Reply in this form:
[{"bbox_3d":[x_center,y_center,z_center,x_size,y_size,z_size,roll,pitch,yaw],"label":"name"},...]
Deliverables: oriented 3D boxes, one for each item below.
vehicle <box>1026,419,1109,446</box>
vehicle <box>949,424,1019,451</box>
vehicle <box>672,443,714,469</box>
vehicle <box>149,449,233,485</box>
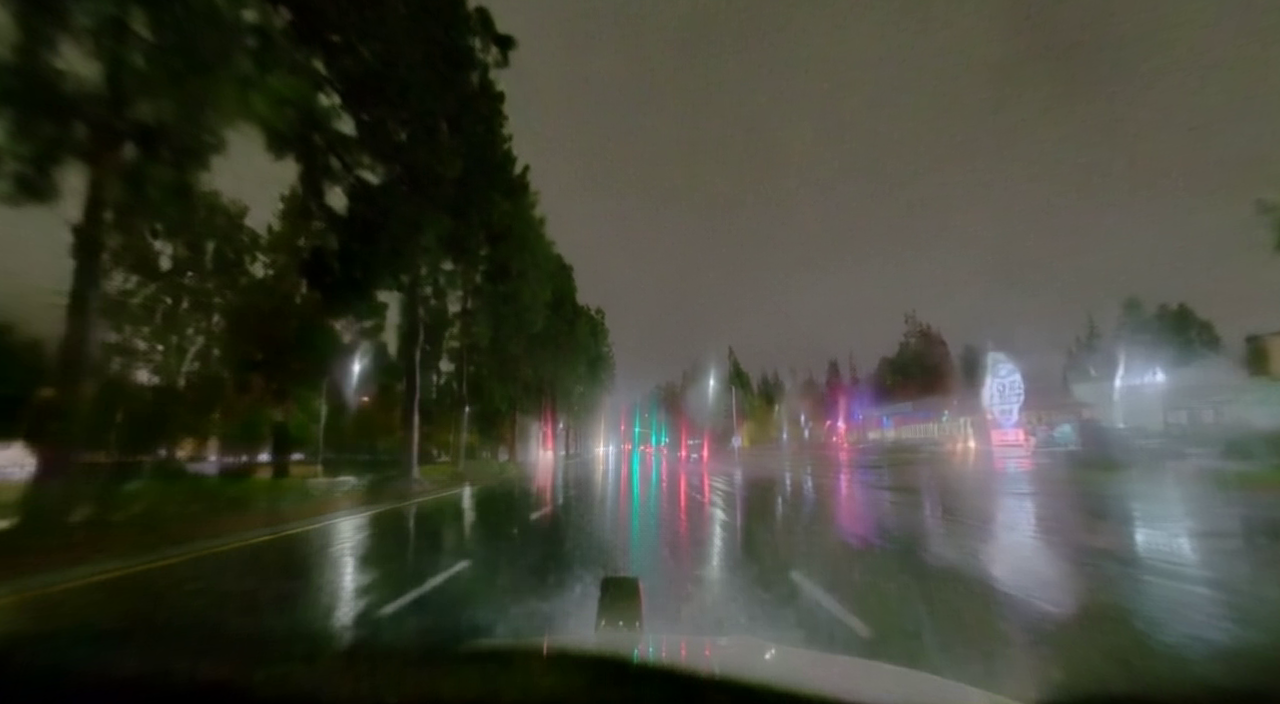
[{"bbox_3d":[27.601,5.175,41.018,2.037,1.633,4.447,1,-7,-5],"label":"vehicle"},{"bbox_3d":[21.793,5.461,40.234,1.911,1.604,4.411,0,-8,-1],"label":"vehicle"},{"bbox_3d":[3.177,6.350,38.744,2.033,1.482,4.571,0,-8,-2],"label":"vehicle"},{"bbox_3d":[-35.206,8.986,49.800,2.182,2.543,6.006,0,-8,0],"label":"vehicle"}]
